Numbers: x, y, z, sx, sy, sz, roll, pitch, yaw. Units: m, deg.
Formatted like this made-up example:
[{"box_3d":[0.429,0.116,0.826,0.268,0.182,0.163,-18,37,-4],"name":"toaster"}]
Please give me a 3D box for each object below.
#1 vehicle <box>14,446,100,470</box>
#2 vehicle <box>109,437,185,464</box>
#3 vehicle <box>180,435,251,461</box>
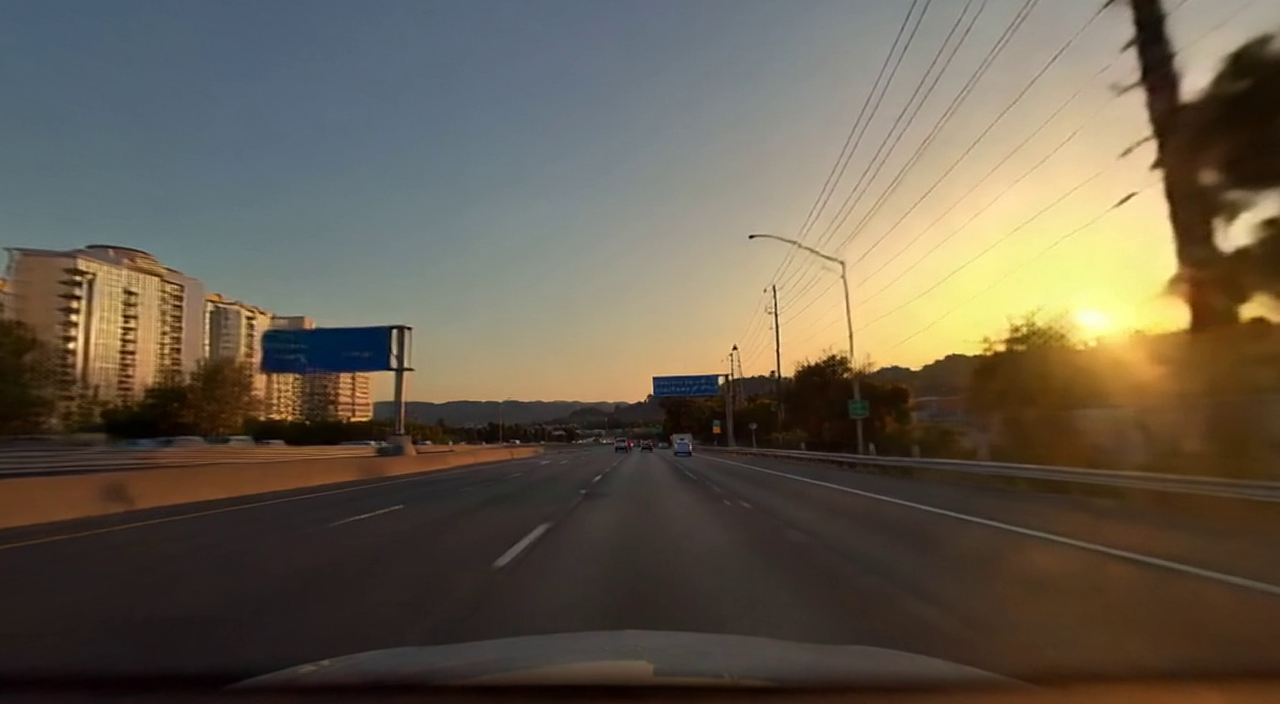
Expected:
[{"box_3d":[-38.856,7.044,42.152,1.727,1.439,4.131,0,-8,1],"name":"vehicle"},{"box_3d":[-33.592,6.700,43.133,1.825,1.710,4.206,0,-8,-1],"name":"vehicle"},{"box_3d":[-30.146,6.819,44.964,1.935,1.719,4.384,0,-8,0],"name":"vehicle"}]
